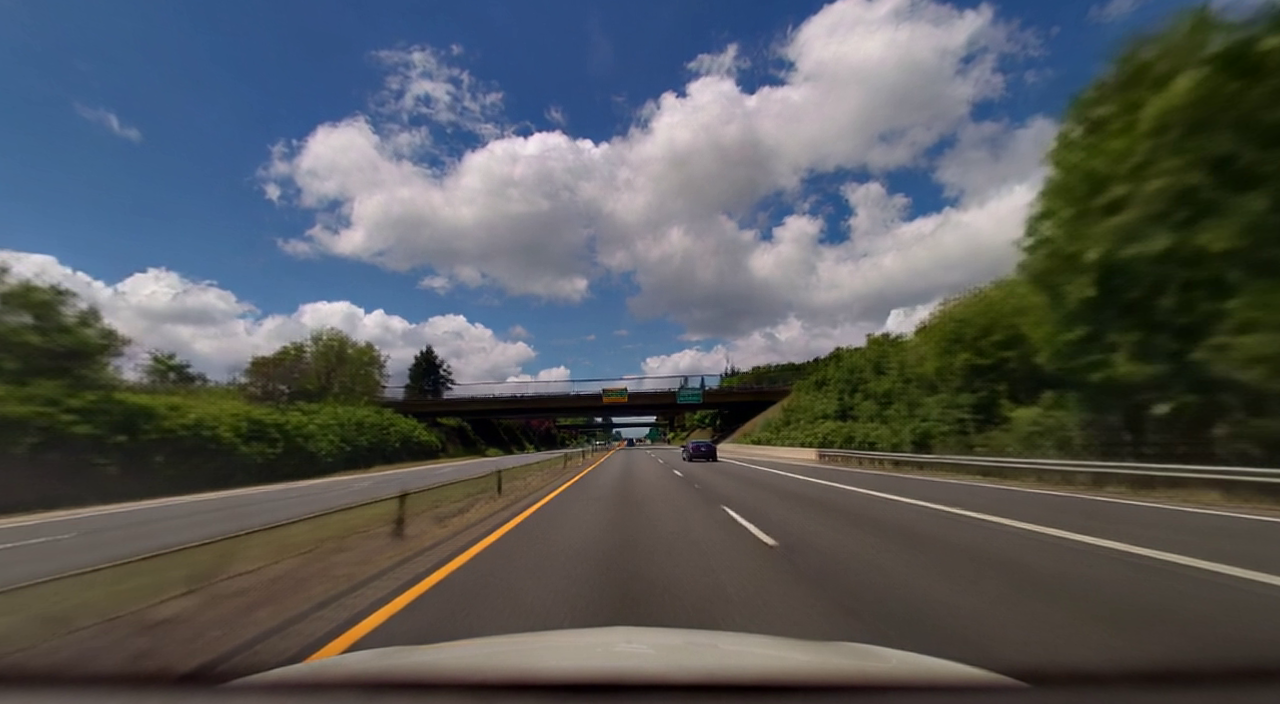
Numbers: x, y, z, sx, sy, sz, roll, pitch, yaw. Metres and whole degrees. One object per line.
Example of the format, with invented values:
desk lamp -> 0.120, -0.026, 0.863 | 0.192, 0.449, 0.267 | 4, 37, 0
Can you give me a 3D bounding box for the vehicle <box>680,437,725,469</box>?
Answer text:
vehicle -> 3.049, 4.994, 31.349 | 1.781, 1.470, 3.540 | 0, -8, -2
